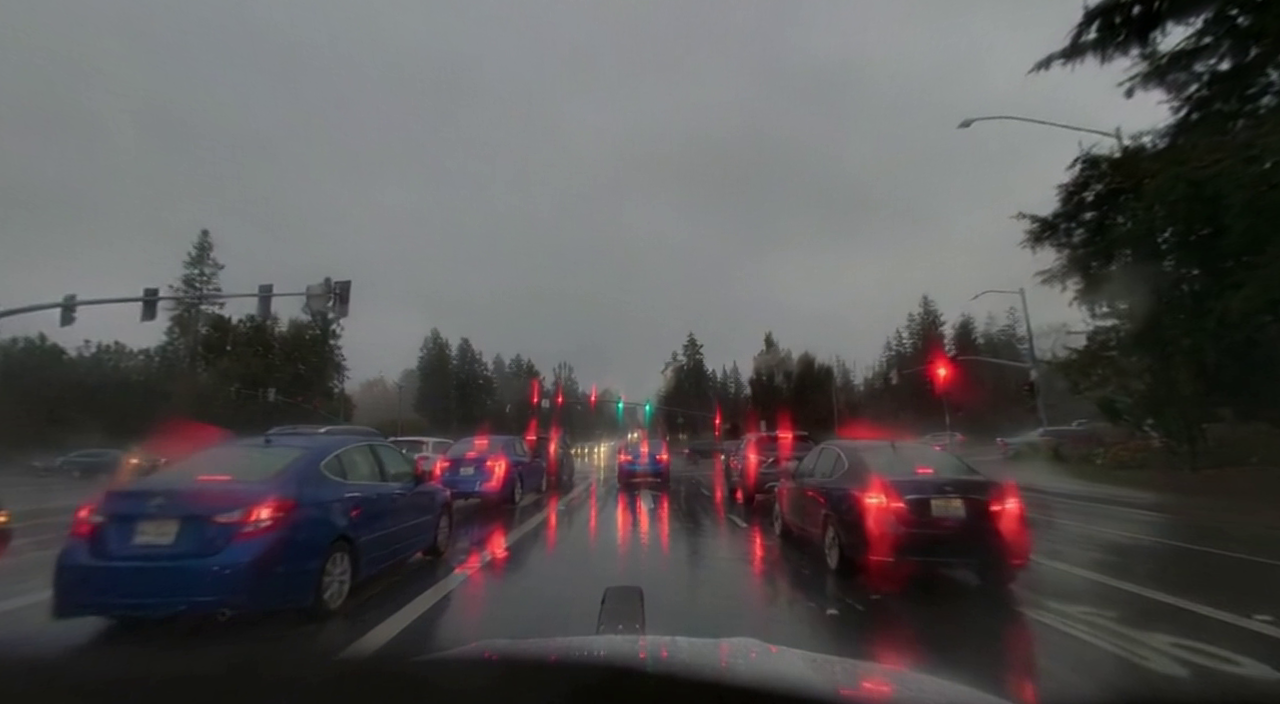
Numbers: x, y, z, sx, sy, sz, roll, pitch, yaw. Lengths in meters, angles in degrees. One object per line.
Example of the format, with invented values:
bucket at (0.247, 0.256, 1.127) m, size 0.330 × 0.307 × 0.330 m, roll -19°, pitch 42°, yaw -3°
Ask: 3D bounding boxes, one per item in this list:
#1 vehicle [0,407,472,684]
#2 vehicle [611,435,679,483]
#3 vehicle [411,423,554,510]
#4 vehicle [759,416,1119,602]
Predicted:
vehicle at (-3.226, 1.388, 5.725) m, size 2.139 × 1.478 × 4.510 m, roll 0°, pitch -9°, yaw 0°
vehicle at (0.135, 3.674, 21.884) m, size 2.114 × 1.482 × 4.056 m, roll 0°, pitch -9°, yaw -1°
vehicle at (-3.351, 2.561, 14.519) m, size 2.034 × 1.655 × 4.465 m, roll 0°, pitch -9°, yaw 1°
vehicle at (2.837, 1.609, 7.401) m, size 2.002 × 1.474 × 4.528 m, roll 0°, pitch -9°, yaw 0°
